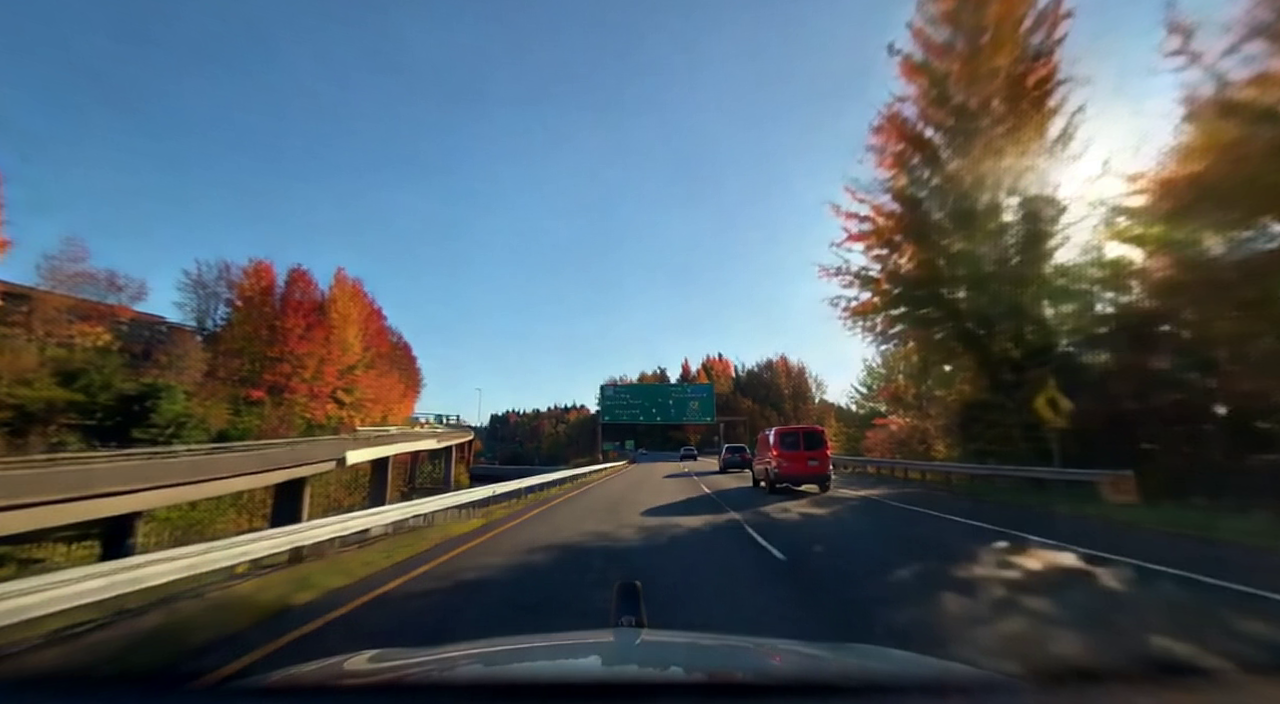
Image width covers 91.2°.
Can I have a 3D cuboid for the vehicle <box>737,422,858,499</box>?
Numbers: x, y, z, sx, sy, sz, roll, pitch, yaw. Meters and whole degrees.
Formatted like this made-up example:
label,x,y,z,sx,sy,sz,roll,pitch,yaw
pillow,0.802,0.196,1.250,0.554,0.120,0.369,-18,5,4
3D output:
label,x,y,z,sx,sy,sz,roll,pitch,yaw
vehicle,4.380,3.137,18.387,2.205,1.923,4.956,0,-9,0
